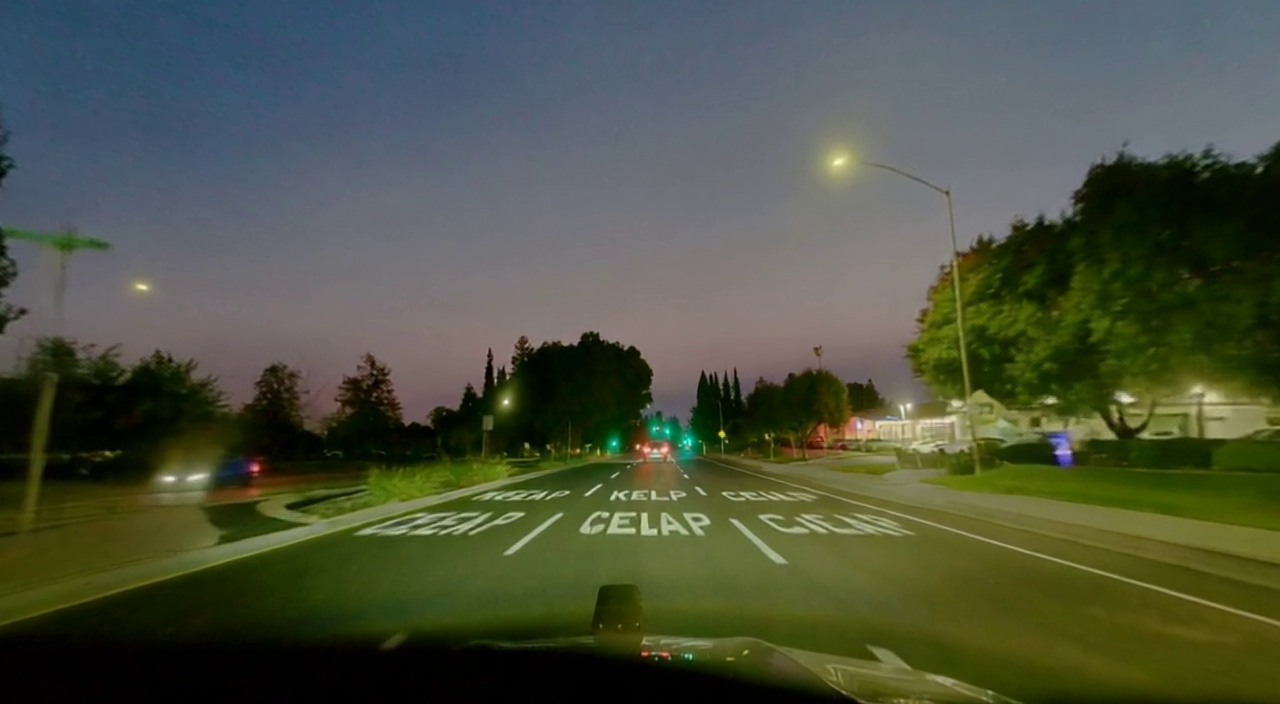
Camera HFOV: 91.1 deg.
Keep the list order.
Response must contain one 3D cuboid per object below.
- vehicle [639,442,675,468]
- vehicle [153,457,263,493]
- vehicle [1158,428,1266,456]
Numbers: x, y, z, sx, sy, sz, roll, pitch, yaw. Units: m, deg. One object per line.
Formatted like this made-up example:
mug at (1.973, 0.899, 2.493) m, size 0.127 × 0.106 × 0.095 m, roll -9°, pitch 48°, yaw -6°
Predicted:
vehicle at (1.054, 6.465, 39.490) m, size 2.144 × 1.505 × 4.128 m, roll 0°, pitch -9°, yaw 1°
vehicle at (-20.198, 5.729, 29.621) m, size 1.885 × 1.464 × 4.525 m, roll 0°, pitch -9°, yaw 2°
vehicle at (31.714, 5.005, 34.888) m, size 4.002 × 1.501 × 2.000 m, roll 0°, pitch -9°, yaw 0°
